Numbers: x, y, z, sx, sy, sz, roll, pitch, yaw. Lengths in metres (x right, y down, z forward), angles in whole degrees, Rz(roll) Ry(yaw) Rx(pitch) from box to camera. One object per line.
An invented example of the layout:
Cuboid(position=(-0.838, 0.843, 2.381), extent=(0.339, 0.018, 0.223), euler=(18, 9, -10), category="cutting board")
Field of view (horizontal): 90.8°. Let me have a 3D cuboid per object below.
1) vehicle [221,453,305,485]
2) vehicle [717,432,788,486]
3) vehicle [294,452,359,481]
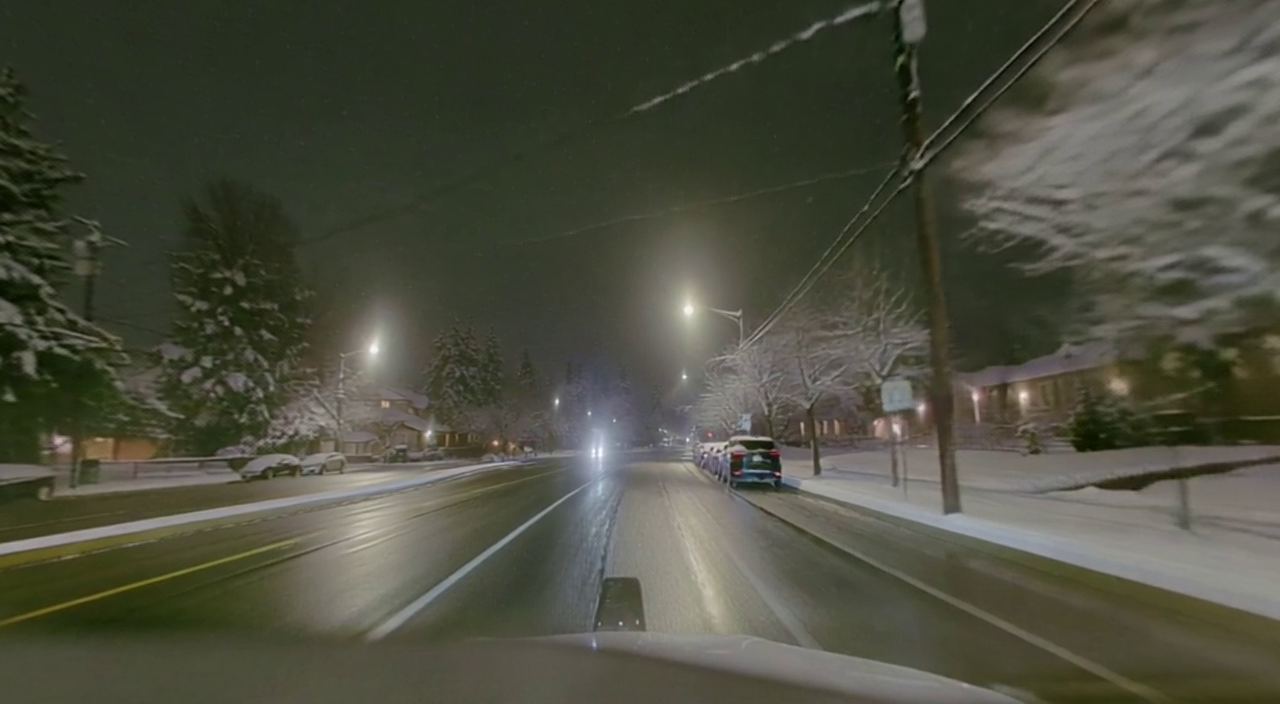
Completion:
Cuboid(position=(-23.601, 7.328, 39.794), extent=(2.120, 1.824, 4.908), euler=(-1, -9, 2), category="vehicle")
Cuboid(position=(3.900, 3.806, 22.647), extent=(2.013, 1.710, 4.403), euler=(-1, -9, 4), category="vehicle")
Cuboid(position=(-22.952, 8.349, 46.487), extent=(2.171, 1.745, 4.867), euler=(-2, -7, 2), category="vehicle")
